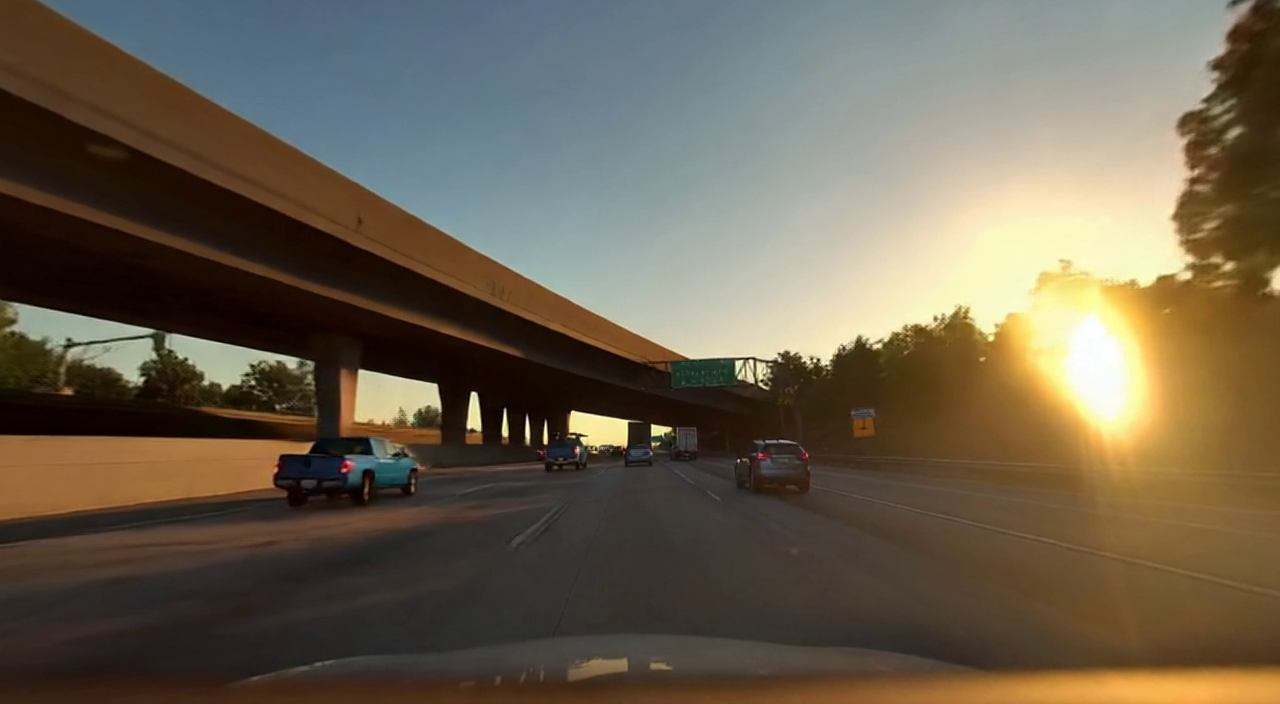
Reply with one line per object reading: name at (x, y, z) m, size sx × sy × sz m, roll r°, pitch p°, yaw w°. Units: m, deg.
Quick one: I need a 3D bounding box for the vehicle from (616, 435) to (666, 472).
vehicle at (0.033, 5.652, 35.376) m, size 2.572 × 1.837 × 5.693 m, roll 0°, pitch -9°, yaw 0°

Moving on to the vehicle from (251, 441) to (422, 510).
vehicle at (-7.185, 2.945, 15.616) m, size 1.947 × 1.444 × 4.595 m, roll 0°, pitch -9°, yaw 0°

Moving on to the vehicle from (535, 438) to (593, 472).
vehicle at (-4.051, 5.593, 34.507) m, size 2.535 × 1.715 × 5.030 m, roll 0°, pitch -9°, yaw 0°

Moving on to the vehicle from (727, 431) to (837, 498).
vehicle at (3.897, 3.162, 18.099) m, size 2.119 × 1.653 × 4.000 m, roll 0°, pitch -9°, yaw -1°
